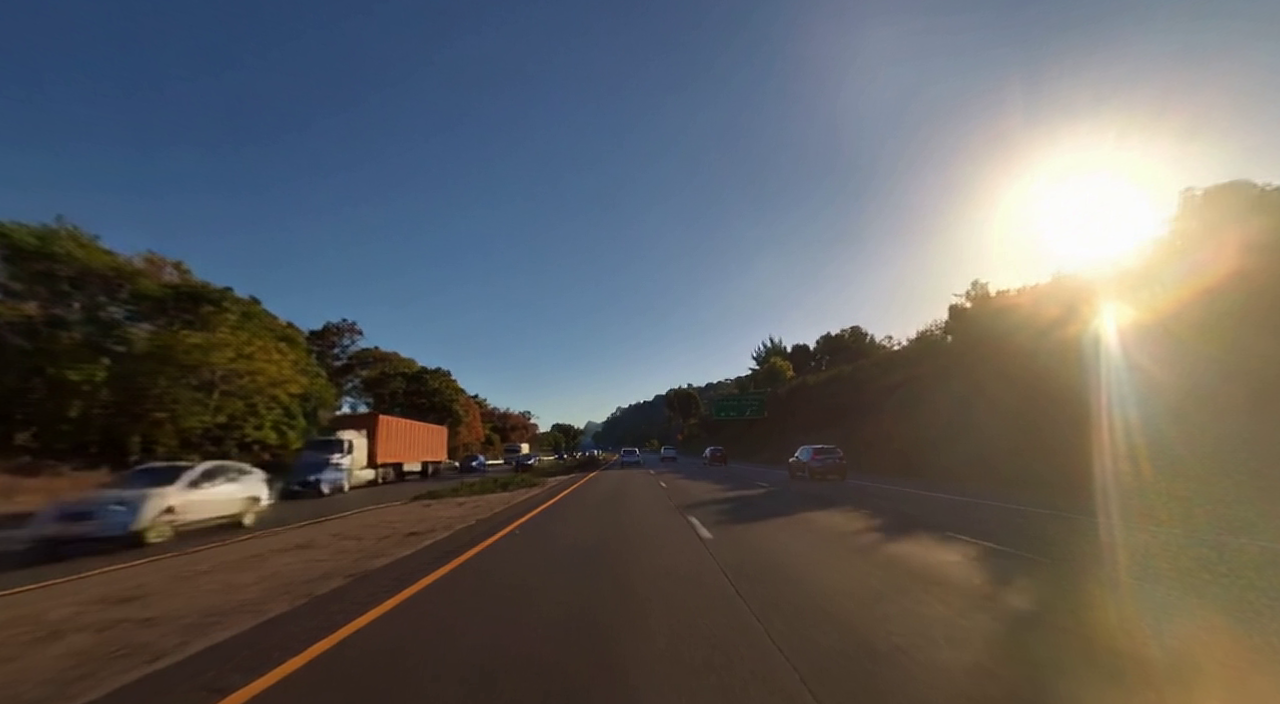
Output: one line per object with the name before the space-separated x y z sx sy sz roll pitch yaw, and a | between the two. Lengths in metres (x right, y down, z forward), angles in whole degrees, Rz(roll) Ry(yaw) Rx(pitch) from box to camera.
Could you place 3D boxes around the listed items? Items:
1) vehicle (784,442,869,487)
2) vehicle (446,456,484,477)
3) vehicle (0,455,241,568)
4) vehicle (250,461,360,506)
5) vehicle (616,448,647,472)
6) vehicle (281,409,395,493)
vehicle | 6.938 4.218 23.924 1.903 1.566 3.866 0 -9 -2
vehicle | -13.632 8.940 49.351 1.807 1.535 4.105 0 -9 0
vehicle | -9.009 2.551 10.766 1.857 1.511 3.838 0 -9 0
vehicle | -12.930 5.071 24.740 1.841 1.485 4.485 0 -9 0
vehicle | -0.574 7.336 43.061 2.021 1.507 4.272 0 -9 0
vehicle | -16.862 5.623 35.867 3.339 4.325 5.934 0 -9 0
